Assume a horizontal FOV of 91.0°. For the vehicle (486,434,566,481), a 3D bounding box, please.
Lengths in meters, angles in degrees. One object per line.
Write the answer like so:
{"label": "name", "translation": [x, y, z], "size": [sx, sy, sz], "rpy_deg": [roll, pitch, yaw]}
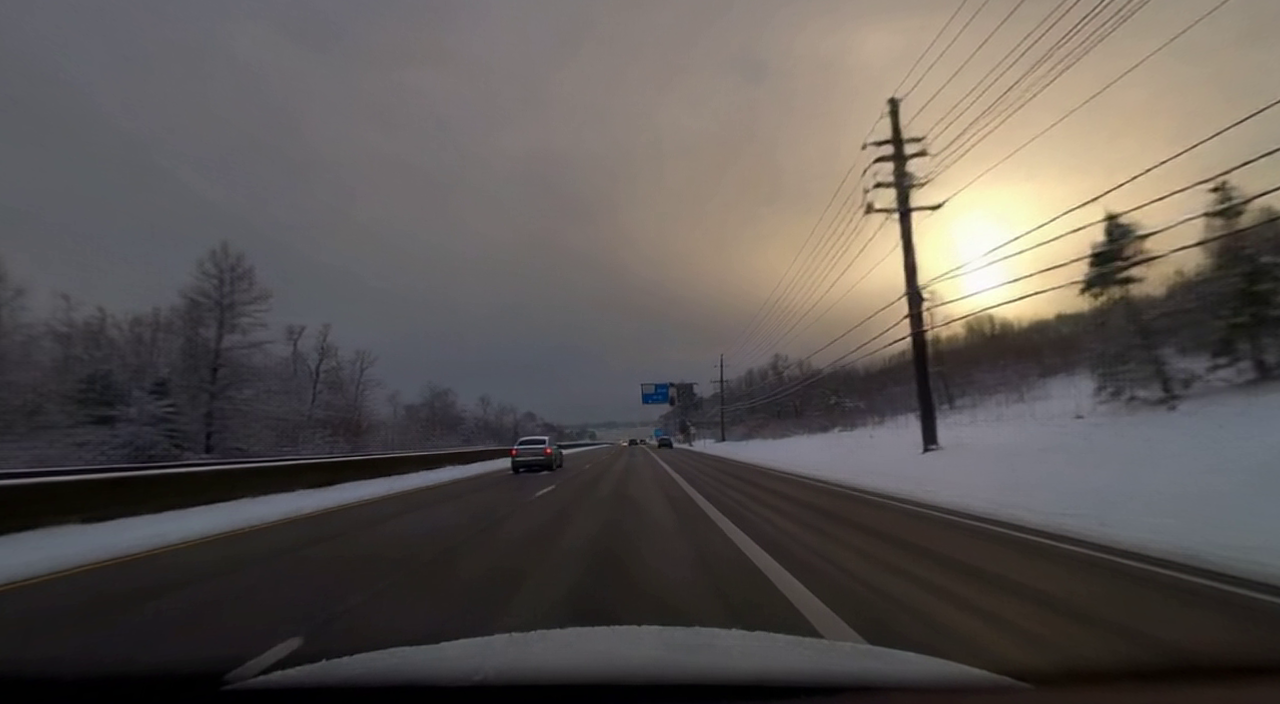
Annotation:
{"label": "vehicle", "translation": [-4.032, 3.806, 23.124], "size": [2.016, 1.543, 4.870], "rpy_deg": [0, -8, 0]}
